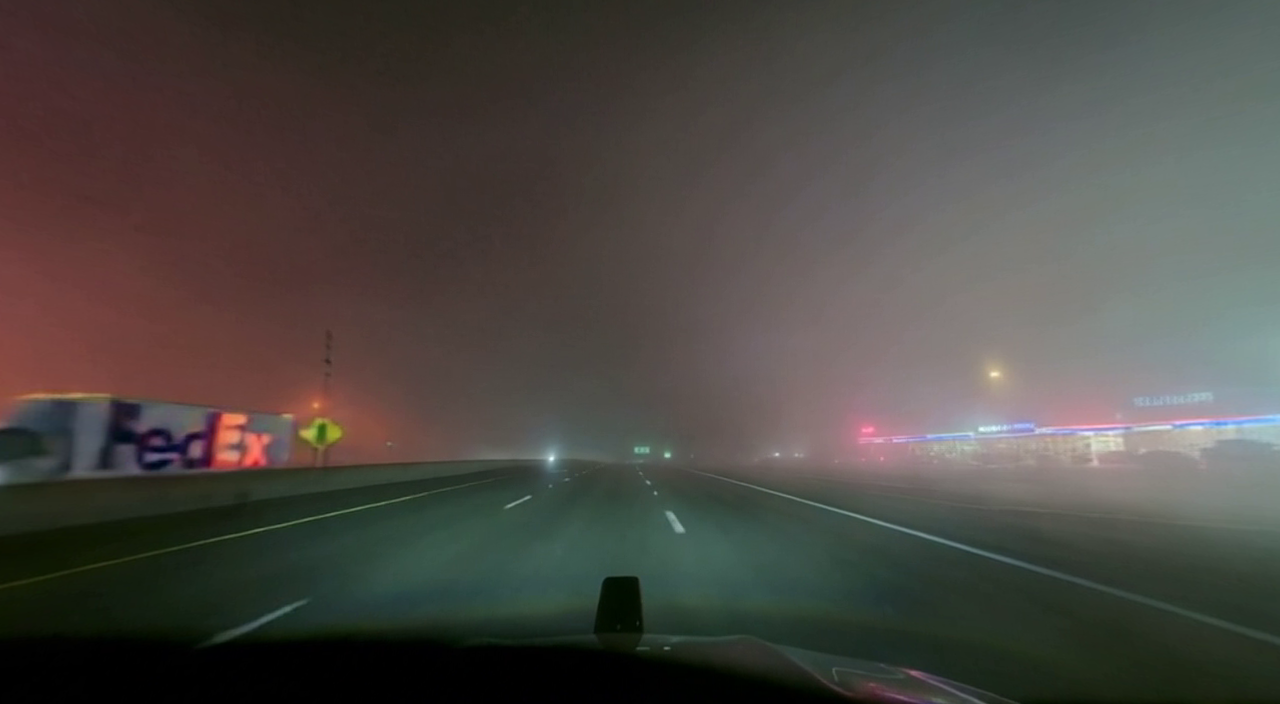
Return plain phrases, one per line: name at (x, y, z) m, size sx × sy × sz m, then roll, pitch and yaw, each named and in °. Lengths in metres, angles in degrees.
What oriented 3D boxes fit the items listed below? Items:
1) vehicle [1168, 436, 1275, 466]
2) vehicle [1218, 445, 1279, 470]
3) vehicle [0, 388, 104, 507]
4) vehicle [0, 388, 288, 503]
vehicle at (43.969, 7.469, 47.701) m, size 5.942 × 2.037 × 2.359 m, roll 1°, pitch -4°, yaw -3°
vehicle at (43.261, 7.301, 43.616) m, size 4.635 × 1.693 × 2.073 m, roll 1°, pitch -9°, yaw -7°
vehicle at (-23.268, 3.236, 21.444) m, size 2.971 × 4.003 × 7.817 m, roll 0°, pitch -9°, yaw -1°
vehicle at (-23.478, 4.611, 30.935) m, size 2.964 × 4.152 × 16.360 m, roll 0°, pitch -9°, yaw 0°
